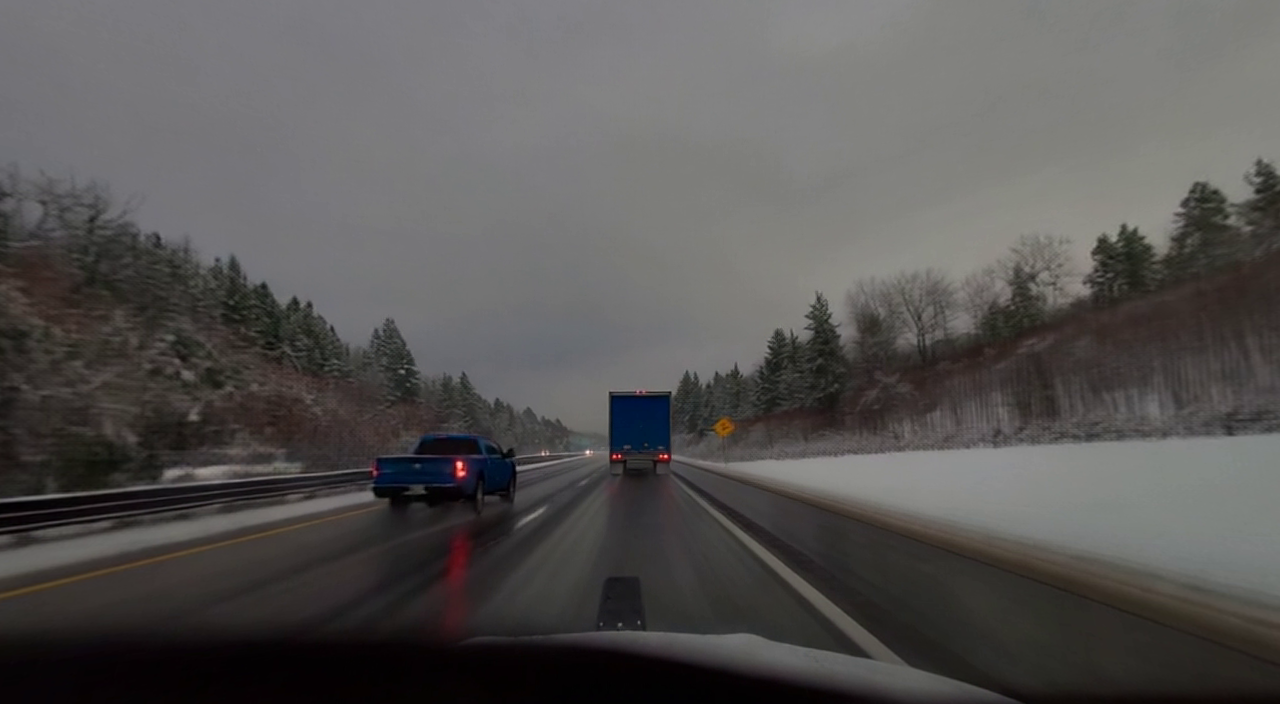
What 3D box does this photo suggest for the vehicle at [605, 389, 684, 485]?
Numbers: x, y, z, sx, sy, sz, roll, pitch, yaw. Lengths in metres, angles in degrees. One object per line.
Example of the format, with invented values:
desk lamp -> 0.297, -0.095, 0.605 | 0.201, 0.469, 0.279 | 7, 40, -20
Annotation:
vehicle -> 0.000, 3.816, 27.656 | 2.913, 3.530, 8.648 | 1, -9, -2

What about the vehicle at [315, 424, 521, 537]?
vehicle -> -3.723, 2.251, 11.611 | 2.160, 1.661, 4.388 | 0, -9, 0

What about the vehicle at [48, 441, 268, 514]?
vehicle -> -11.417, 2.966, 15.459 | 2.002, 1.506, 4.416 | 1, -9, -2
